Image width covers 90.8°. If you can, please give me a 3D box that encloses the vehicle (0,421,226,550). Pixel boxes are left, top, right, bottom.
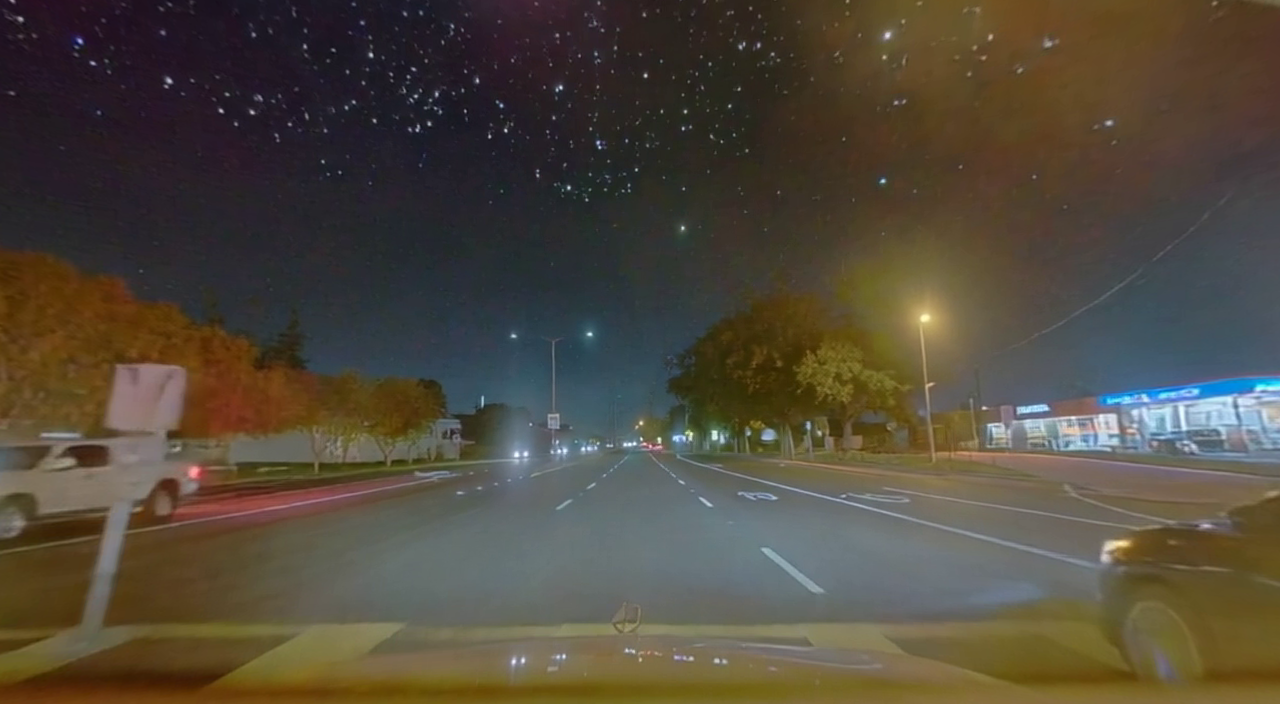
[{"bbox_3d":[-8.408,1.922,9.179,1.913,1.478,4.312,-4,-10,-1],"label":"vehicle"}]

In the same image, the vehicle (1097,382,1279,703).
[{"bbox_3d":[3.429,0.651,0.980,1.967,1.480,4.596,0,-8,0],"label":"vehicle"}]
